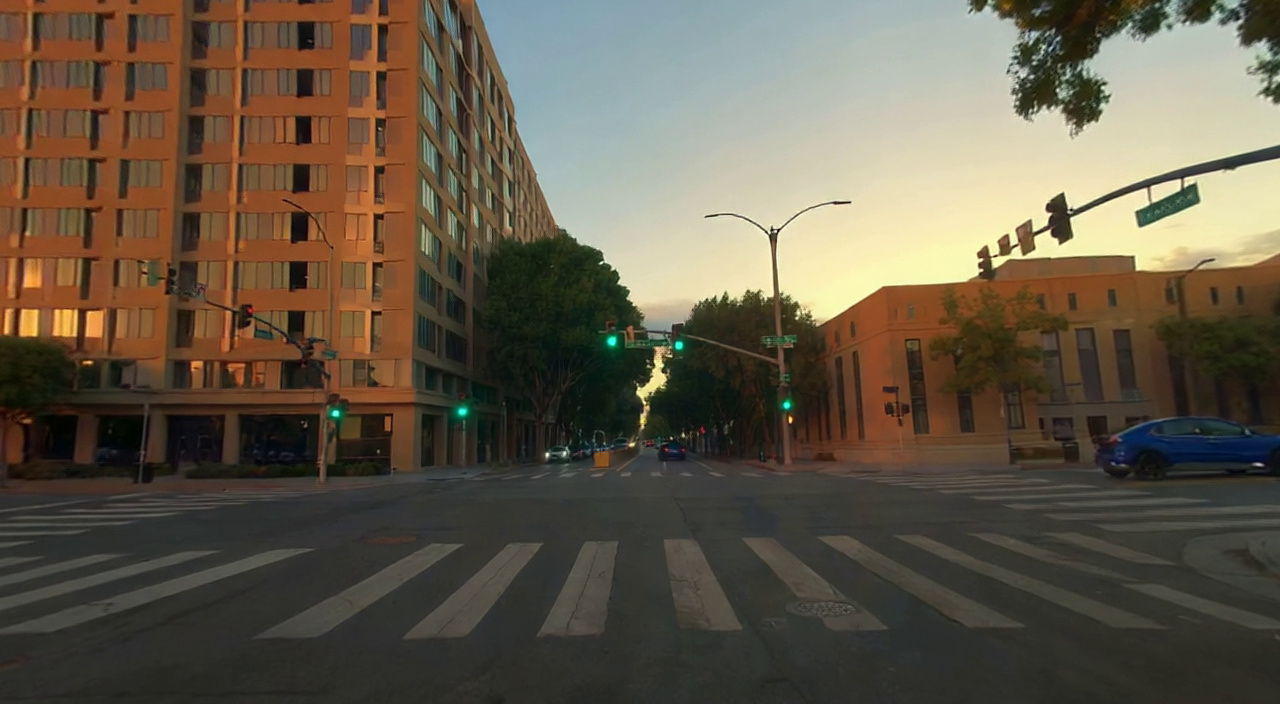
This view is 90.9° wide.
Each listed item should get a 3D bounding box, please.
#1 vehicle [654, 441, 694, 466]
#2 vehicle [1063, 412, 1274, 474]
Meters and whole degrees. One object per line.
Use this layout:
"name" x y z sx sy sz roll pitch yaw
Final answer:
"vehicle" 2.086 6.419 40.074 2.039 1.470 4.355 0 -8 -4
"vehicle" 16.904 2.944 20.404 4.802 1.860 2.146 0 -8 0
